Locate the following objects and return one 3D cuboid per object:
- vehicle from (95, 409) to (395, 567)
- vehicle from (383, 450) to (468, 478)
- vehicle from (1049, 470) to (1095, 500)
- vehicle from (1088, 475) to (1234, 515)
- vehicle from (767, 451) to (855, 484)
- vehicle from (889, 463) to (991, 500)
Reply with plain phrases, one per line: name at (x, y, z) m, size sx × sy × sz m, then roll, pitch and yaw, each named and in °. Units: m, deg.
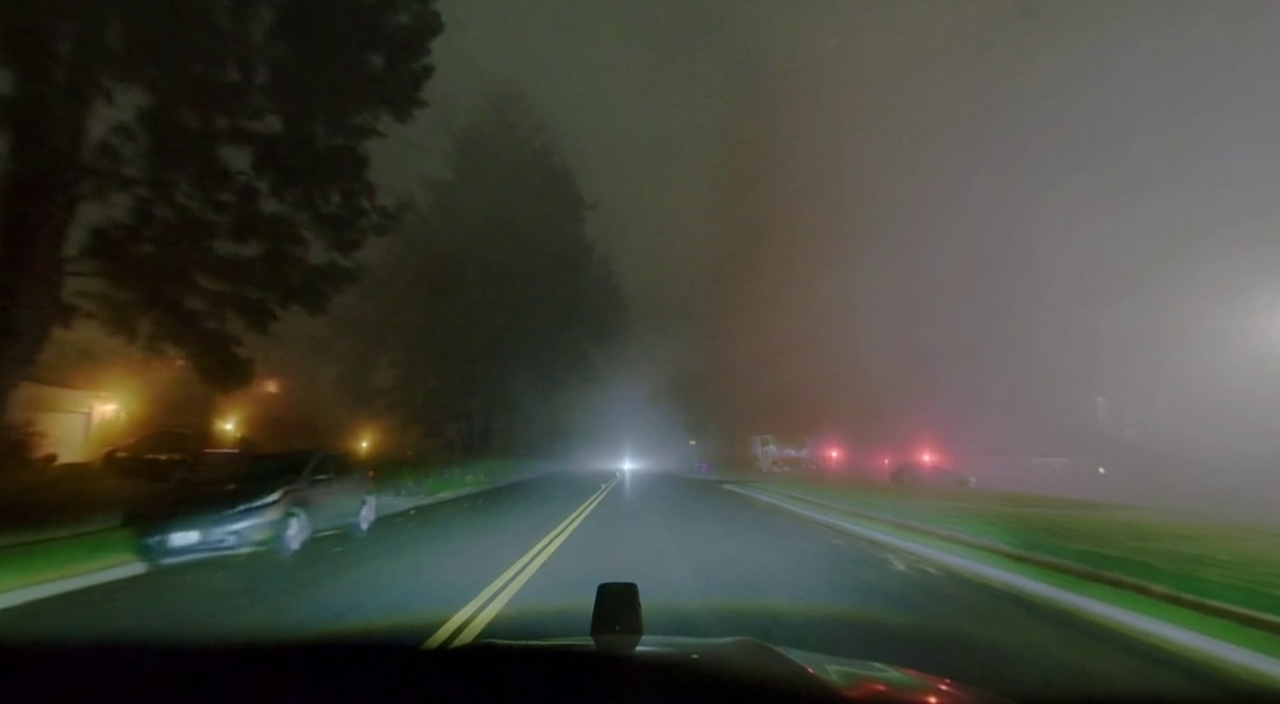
vehicle at (-5.905, 2.225, 10.297) m, size 1.924 × 1.765 × 4.542 m, roll -7°, pitch -13°, yaw 0°
vehicle at (-15.637, 8.083, 45.860) m, size 6.072 × 1.882 × 2.277 m, roll -5°, pitch -10°, yaw 29°
vehicle at (26.999, 8.284, 39.514) m, size 1.916 × 1.620 × 3.519 m, roll -4°, pitch -9°, yaw 28°
vehicle at (21.672, 5.958, 26.524) m, size 4.337 × 1.453 × 1.814 m, roll -6°, pitch -11°, yaw 29°
vehicle at (10.877, 7.350, 40.225) m, size 4.854 × 1.771 × 2.123 m, roll -9°, pitch -11°, yaw 28°
vehicle at (14.483, 6.198, 30.510) m, size 4.231 × 1.493 × 1.941 m, roll -4°, pitch -10°, yaw 29°
